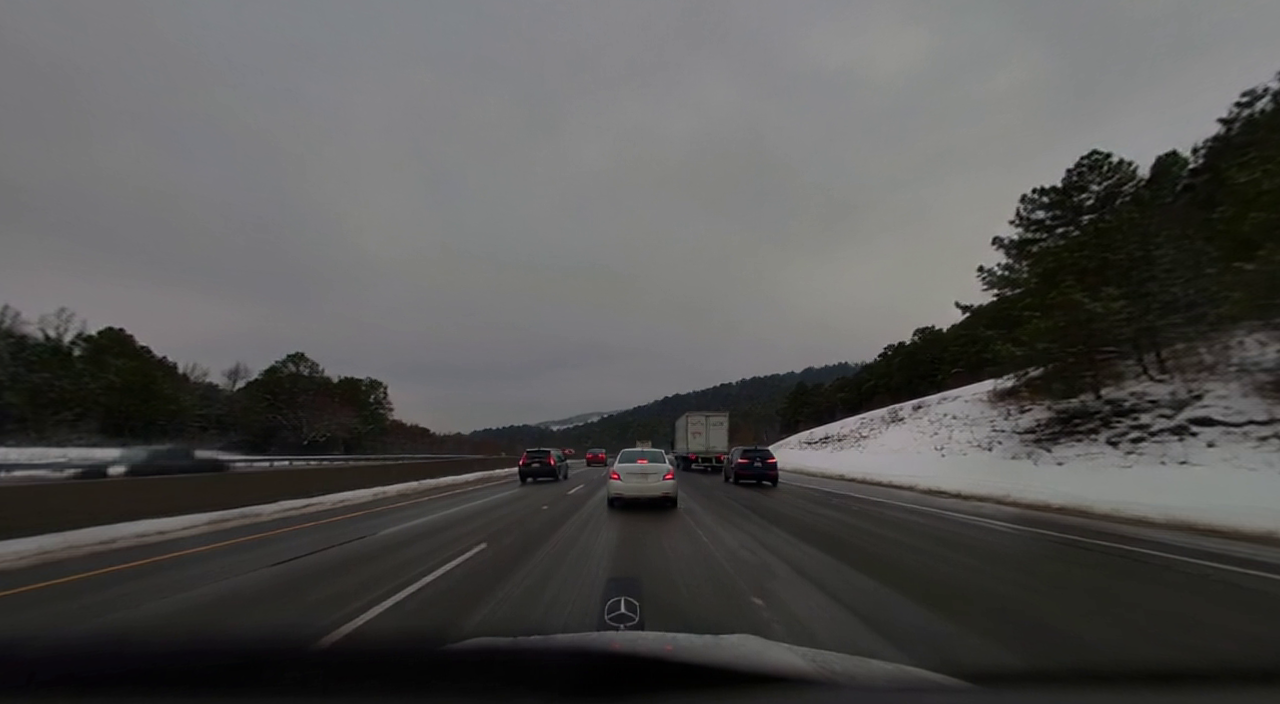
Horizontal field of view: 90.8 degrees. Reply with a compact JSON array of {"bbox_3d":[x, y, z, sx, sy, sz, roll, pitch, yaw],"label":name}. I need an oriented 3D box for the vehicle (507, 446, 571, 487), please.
[{"bbox_3d":[-3.956,4.537,25.295,1.848,1.486,3.832,-1,-9,2],"label":"vehicle"}]

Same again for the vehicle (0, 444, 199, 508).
[{"bbox_3d":[-15.516,3.496,18.221,1.959,1.574,4.844,0,-9,1],"label":"vehicle"}]

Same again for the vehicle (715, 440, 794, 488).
[{"bbox_3d":[4.101,4.111,23.340,2.029,1.579,4.484,0,-9,-1],"label":"vehicle"}]

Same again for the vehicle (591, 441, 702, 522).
[{"bbox_3d":[0.121,2.686,13.521,2.041,1.484,3.535,0,-9,0],"label":"vehicle"}]
